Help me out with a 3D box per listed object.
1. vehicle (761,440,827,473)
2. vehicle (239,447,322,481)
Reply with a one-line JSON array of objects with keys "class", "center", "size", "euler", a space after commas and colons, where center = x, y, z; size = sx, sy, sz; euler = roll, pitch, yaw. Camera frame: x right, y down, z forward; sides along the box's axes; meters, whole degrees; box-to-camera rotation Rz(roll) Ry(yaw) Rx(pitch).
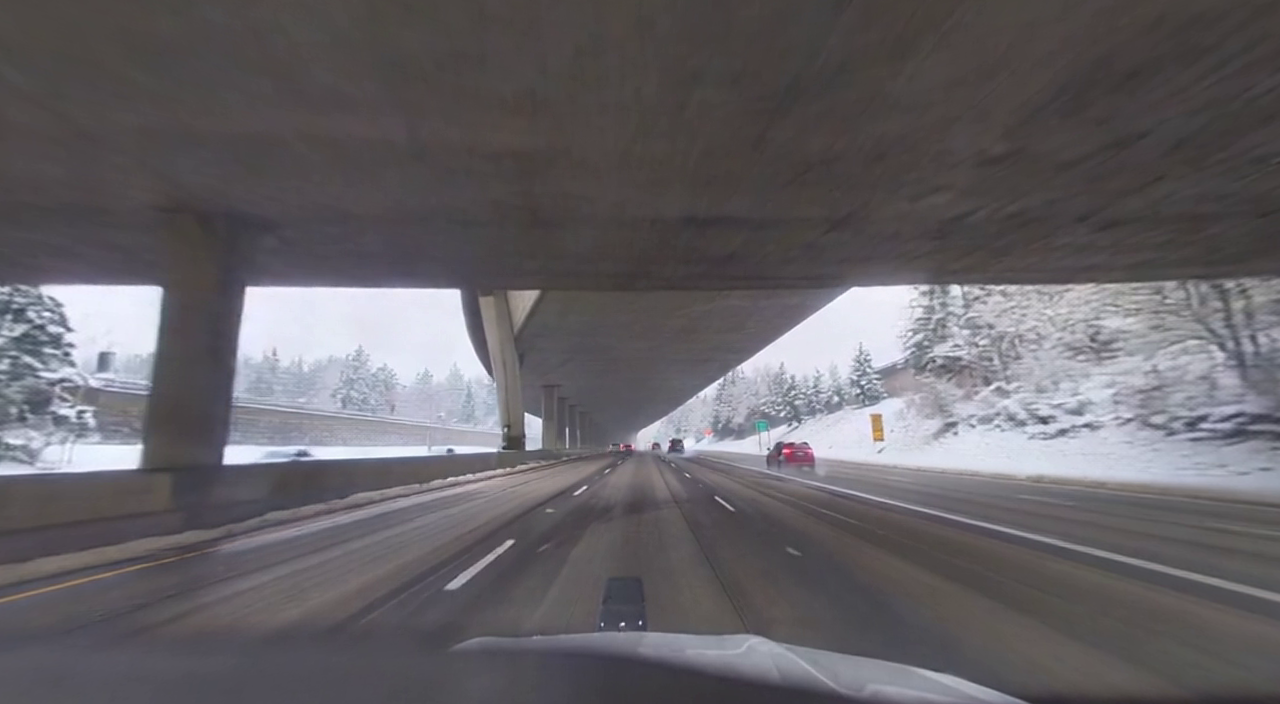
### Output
[{"class": "vehicle", "center": [7.258, 4.966, 30.204], "size": [1.914, 1.465, 4.574], "euler": [0, -8, -1]}, {"class": "vehicle", "center": [-17.991, 5.568, 31.770], "size": [1.812, 1.571, 3.983], "euler": [0, -8, 0]}]
